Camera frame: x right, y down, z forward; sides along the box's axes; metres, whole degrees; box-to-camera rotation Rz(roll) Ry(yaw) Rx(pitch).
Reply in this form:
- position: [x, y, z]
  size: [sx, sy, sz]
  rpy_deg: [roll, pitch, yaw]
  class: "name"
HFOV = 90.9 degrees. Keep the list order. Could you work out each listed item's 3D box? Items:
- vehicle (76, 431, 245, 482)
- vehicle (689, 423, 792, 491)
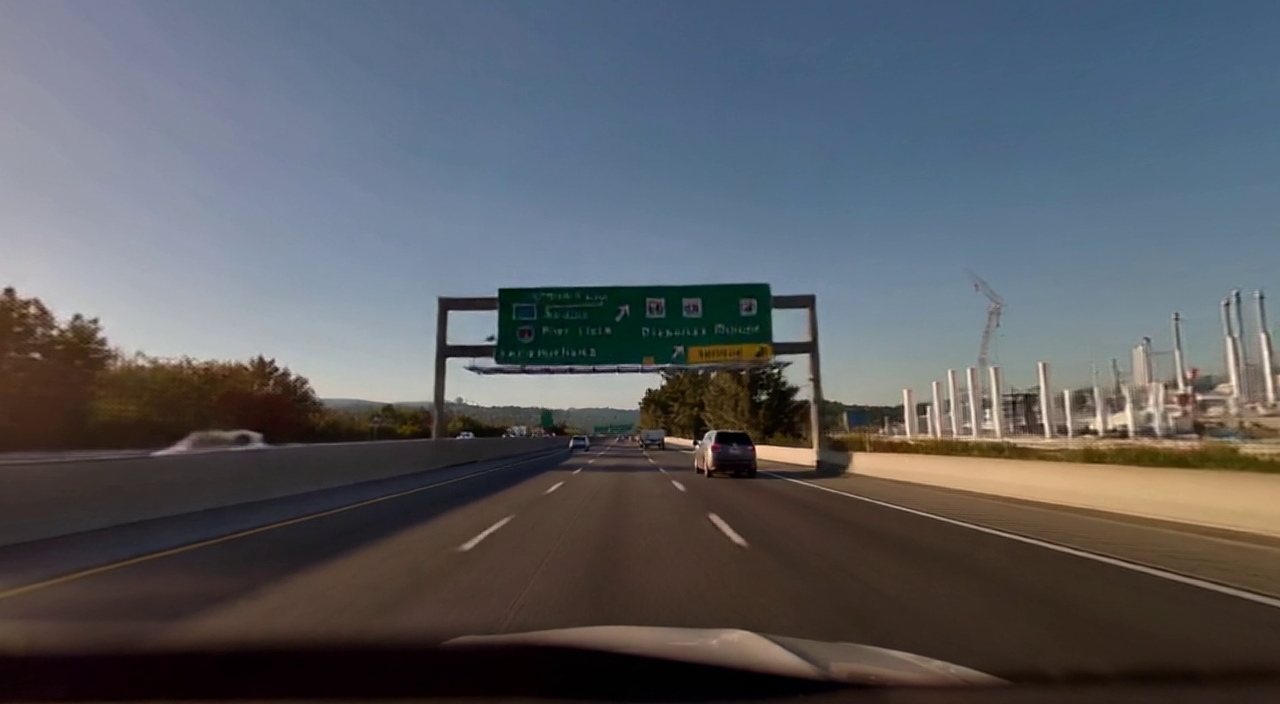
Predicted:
- position: [-16.160, 3.529, 21.672]
  size: [2.069, 1.524, 4.862]
  rpy_deg: [0, -8, -1]
  class: "vehicle"
- position: [2.639, 2.876, 17.606]
  size: [2.022, 1.637, 4.229]
  rpy_deg: [0, -8, -2]
  class: "vehicle"
